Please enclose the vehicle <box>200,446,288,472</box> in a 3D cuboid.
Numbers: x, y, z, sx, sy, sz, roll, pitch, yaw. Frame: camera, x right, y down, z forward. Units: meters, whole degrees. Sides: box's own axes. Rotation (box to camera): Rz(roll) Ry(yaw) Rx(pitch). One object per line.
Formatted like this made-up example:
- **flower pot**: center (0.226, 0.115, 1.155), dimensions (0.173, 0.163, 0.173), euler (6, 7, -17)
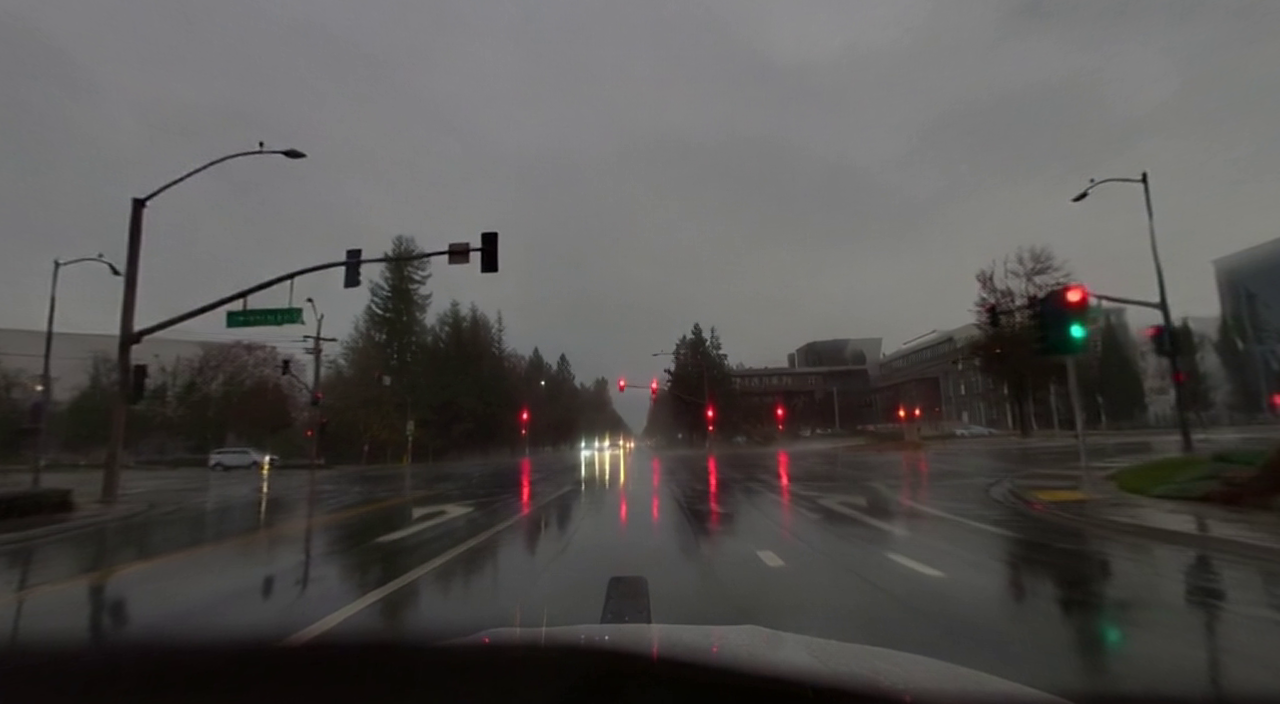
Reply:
- **vehicle**: center (-25.069, 6.769, 39.999), dimensions (4.332, 1.573, 1.900), euler (0, -8, 3)
